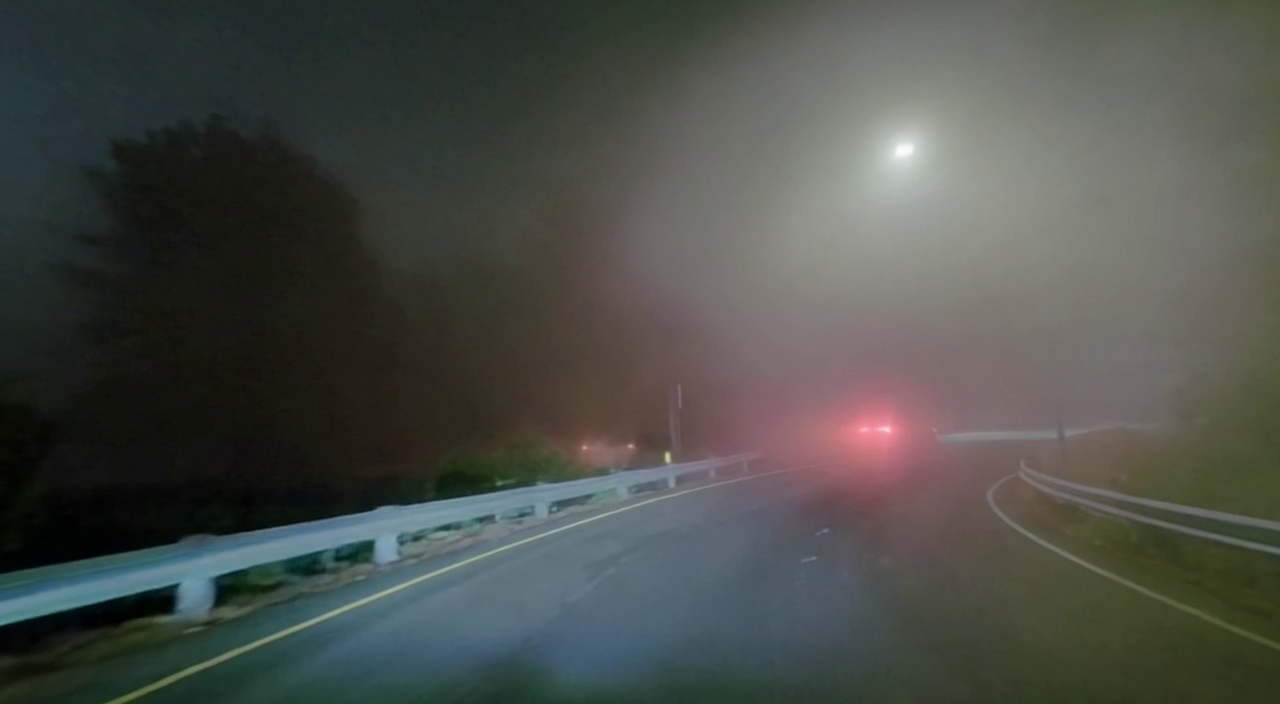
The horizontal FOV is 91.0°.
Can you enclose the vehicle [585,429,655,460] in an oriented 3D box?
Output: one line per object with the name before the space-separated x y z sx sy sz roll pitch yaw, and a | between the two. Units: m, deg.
vehicle | -1.307 5.859 39.893 3.990 1.549 1.971 -1 -13 -13
